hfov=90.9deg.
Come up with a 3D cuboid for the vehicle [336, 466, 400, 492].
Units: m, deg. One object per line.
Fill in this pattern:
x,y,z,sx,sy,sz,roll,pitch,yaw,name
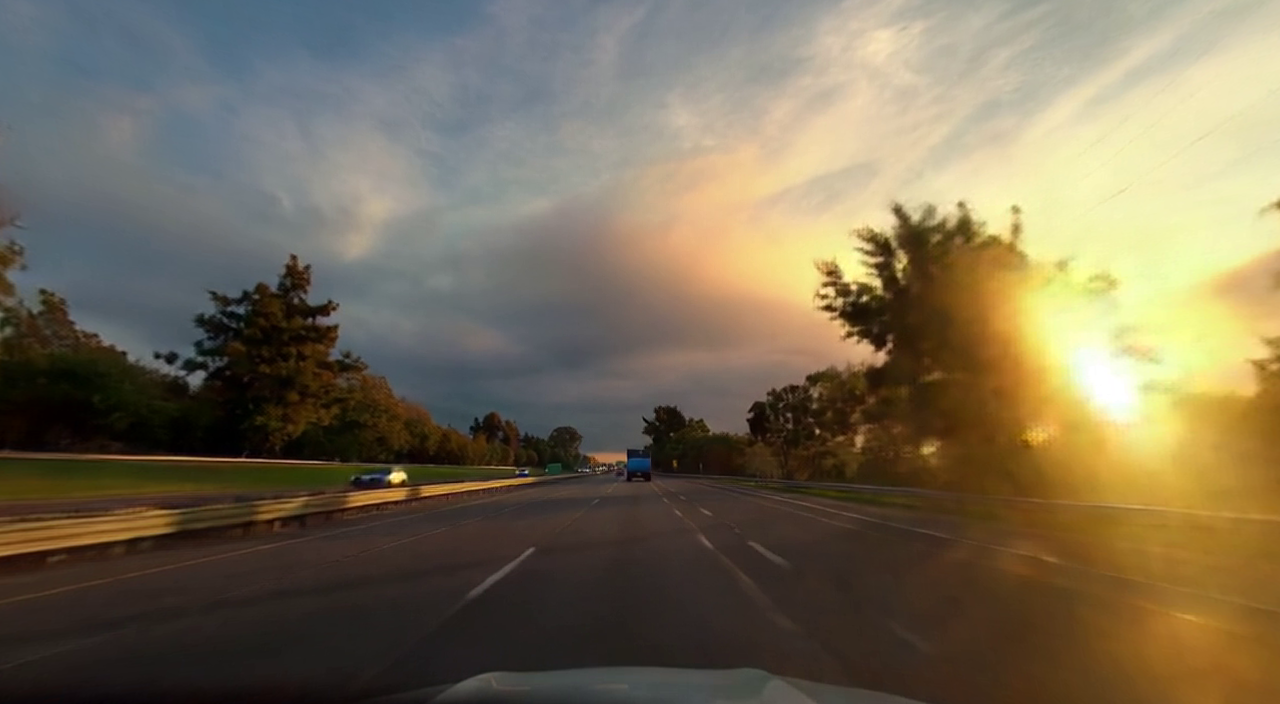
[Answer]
-17.092,8.000,39.808,1.955,1.496,4.555,1,-10,0,vehicle
